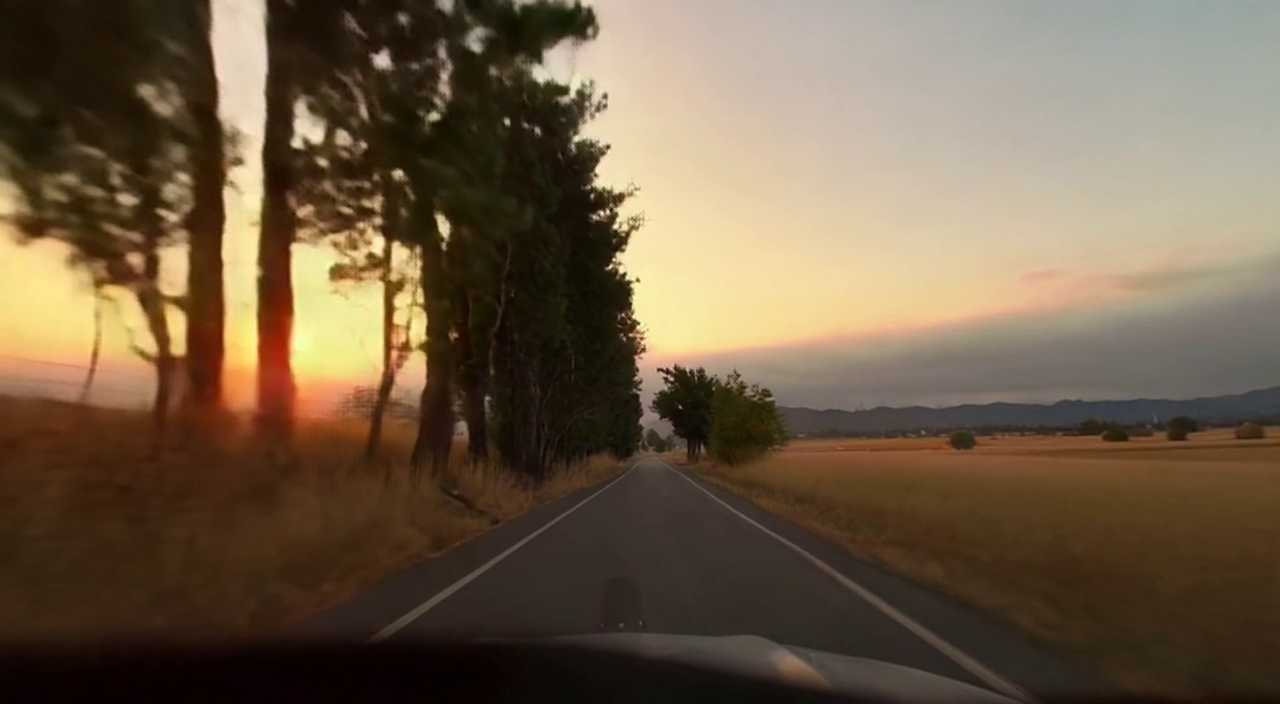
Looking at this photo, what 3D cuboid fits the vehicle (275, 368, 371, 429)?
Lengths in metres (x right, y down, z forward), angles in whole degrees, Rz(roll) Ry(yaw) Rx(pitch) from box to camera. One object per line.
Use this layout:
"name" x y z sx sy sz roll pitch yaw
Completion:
"vehicle" -24.311 3.532 49.059 3.022 4.324 8.607 0 -3 0

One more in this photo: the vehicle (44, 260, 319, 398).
"vehicle" -25.687 -0.564 37.838 3.314 4.163 16.558 0 -13 3
